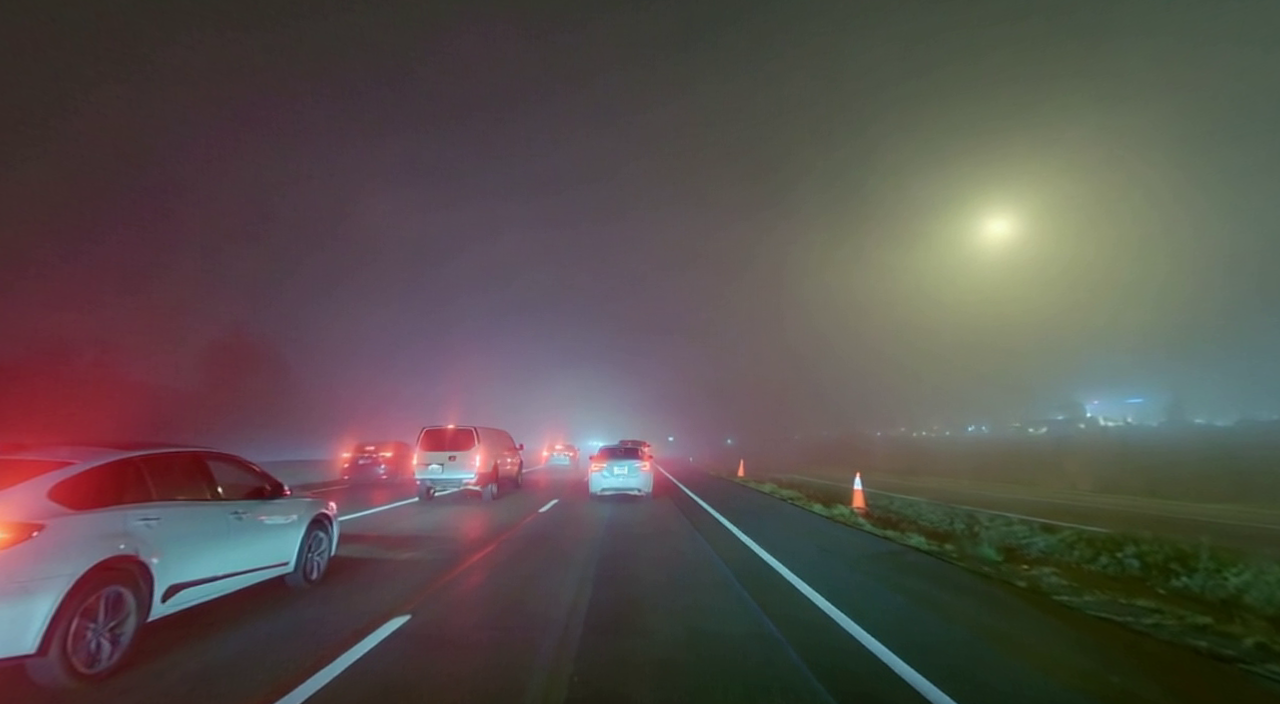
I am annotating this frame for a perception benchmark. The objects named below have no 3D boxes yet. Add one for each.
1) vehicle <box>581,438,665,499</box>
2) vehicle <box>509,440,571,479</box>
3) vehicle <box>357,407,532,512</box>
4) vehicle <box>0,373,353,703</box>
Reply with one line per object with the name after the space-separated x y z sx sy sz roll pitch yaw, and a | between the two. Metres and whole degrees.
-0.462 3.171 17.627 2.069 1.484 3.918 0 -9 -1 | vehicle
-3.993 4.349 25.832 1.824 1.459 4.007 0 -9 0 | vehicle
-4.284 2.514 15.162 2.324 2.012 5.740 0 -9 0 | vehicle
-3.859 1.066 3.887 2.041 1.604 4.384 0 -9 1 | vehicle
